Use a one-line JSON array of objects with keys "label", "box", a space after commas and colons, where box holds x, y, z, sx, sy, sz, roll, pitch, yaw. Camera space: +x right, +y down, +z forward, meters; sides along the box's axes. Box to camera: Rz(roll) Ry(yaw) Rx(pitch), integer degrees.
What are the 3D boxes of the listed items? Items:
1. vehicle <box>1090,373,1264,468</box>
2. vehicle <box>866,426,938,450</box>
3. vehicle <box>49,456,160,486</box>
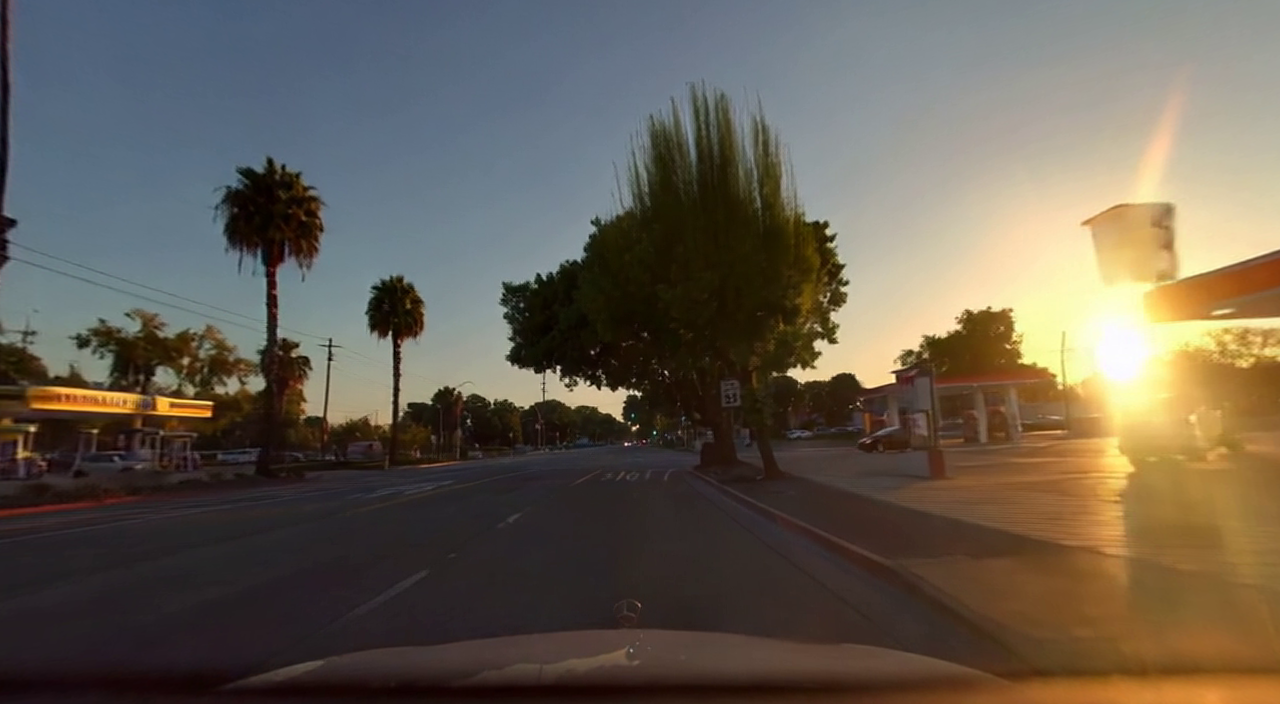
[{"label": "vehicle", "box": [15.897, 2.111, 18.546, 5.529, 2.395, 2.399, 6, -10, -35]}, {"label": "vehicle", "box": [20.289, 6.668, 48.888, 4.640, 1.800, 2.026, 0, -8, -2]}, {"label": "vehicle", "box": [-29.140, 6.460, 34.444, 4.420, 1.445, 1.954, 6, -11, -37]}]
